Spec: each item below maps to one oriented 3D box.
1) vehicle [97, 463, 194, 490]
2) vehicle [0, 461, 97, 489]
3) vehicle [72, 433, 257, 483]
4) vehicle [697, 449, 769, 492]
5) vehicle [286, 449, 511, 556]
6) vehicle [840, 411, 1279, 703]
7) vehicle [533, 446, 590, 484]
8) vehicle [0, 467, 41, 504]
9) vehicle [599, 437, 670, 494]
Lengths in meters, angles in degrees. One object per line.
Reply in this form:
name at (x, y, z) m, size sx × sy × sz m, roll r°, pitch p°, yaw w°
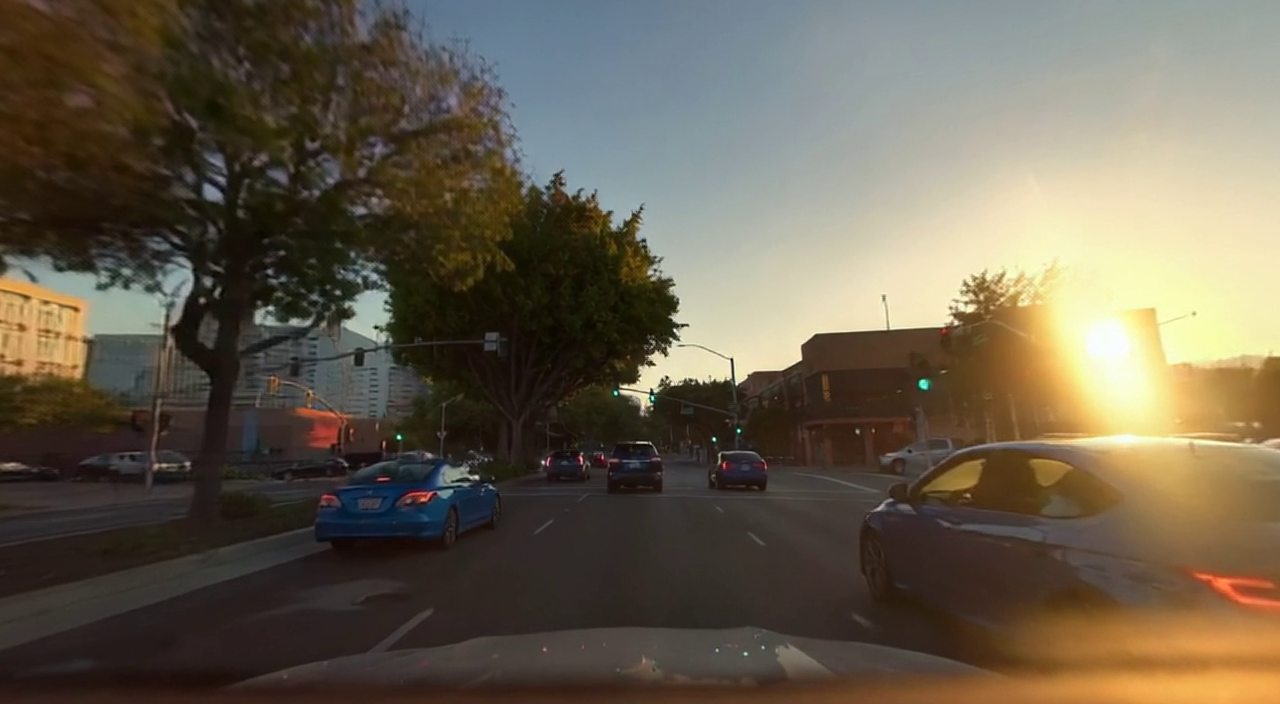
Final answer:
vehicle at (-29.944, 7.520, 38.211) m, size 4.488 × 1.445 × 2.098 m, roll -2°, pitch -9°, yaw 12°
vehicle at (-37.183, 7.711, 39.622) m, size 4.625 × 1.618 × 2.035 m, roll -2°, pitch -9°, yaw 12°
vehicle at (-34.935, 7.707, 46.384) m, size 12.467 × 3.385 × 3.314 m, roll -2°, pitch -9°, yaw 13°
vehicle at (3.471, 4.498, 24.333) m, size 2.058 × 1.472 × 4.317 m, roll 0°, pitch -9°, yaw -1°
vehicle at (-3.592, 2.294, 10.323) m, size 2.115 × 1.369 × 3.908 m, roll 0°, pitch -9°, yaw 0°
vehicle at (3.032, 1.234, 3.982) m, size 2.052 × 1.475 × 4.540 m, roll 0°, pitch -9°, yaw 0°
vehicle at (-3.584, 5.229, 29.561) m, size 2.130 × 1.645 × 3.995 m, roll 0°, pitch -9°, yaw 1°
vehicle at (-29.212, 6.142, 29.232) m, size 1.921 × 1.452 × 4.549 m, roll 8°, pitch -12°, yaw -43°
vehicle at (-0.198, 4.124, 23.300) m, size 2.361 × 1.898 × 4.465 m, roll 0°, pitch -9°, yaw 0°
